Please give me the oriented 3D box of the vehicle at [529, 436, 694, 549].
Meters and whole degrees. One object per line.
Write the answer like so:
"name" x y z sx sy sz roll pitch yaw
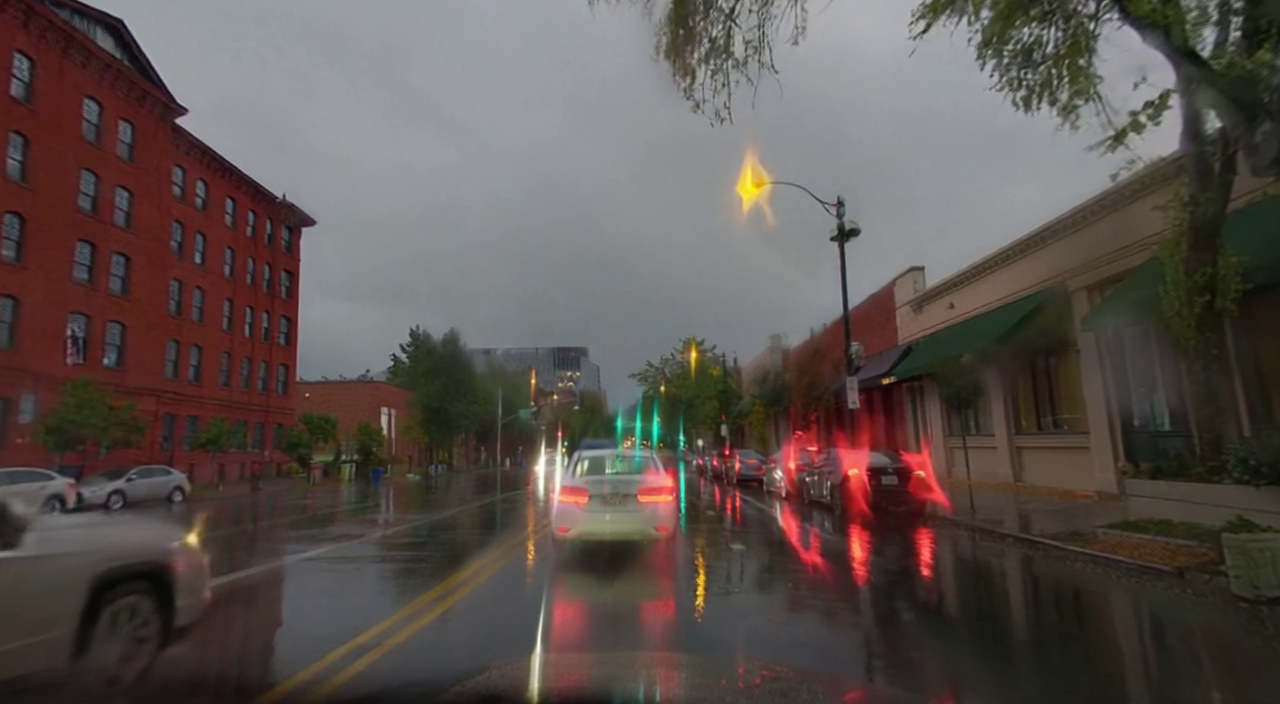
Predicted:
"vehicle" -0.385 2.228 10.672 2.230 1.518 4.113 0 -9 0

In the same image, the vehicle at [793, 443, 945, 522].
"vehicle" 4.914 2.823 14.201 1.832 1.491 4.054 1 -9 -1

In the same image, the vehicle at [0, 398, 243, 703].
"vehicle" -3.513 0.824 1.590 1.934 1.548 4.635 0 -9 1
